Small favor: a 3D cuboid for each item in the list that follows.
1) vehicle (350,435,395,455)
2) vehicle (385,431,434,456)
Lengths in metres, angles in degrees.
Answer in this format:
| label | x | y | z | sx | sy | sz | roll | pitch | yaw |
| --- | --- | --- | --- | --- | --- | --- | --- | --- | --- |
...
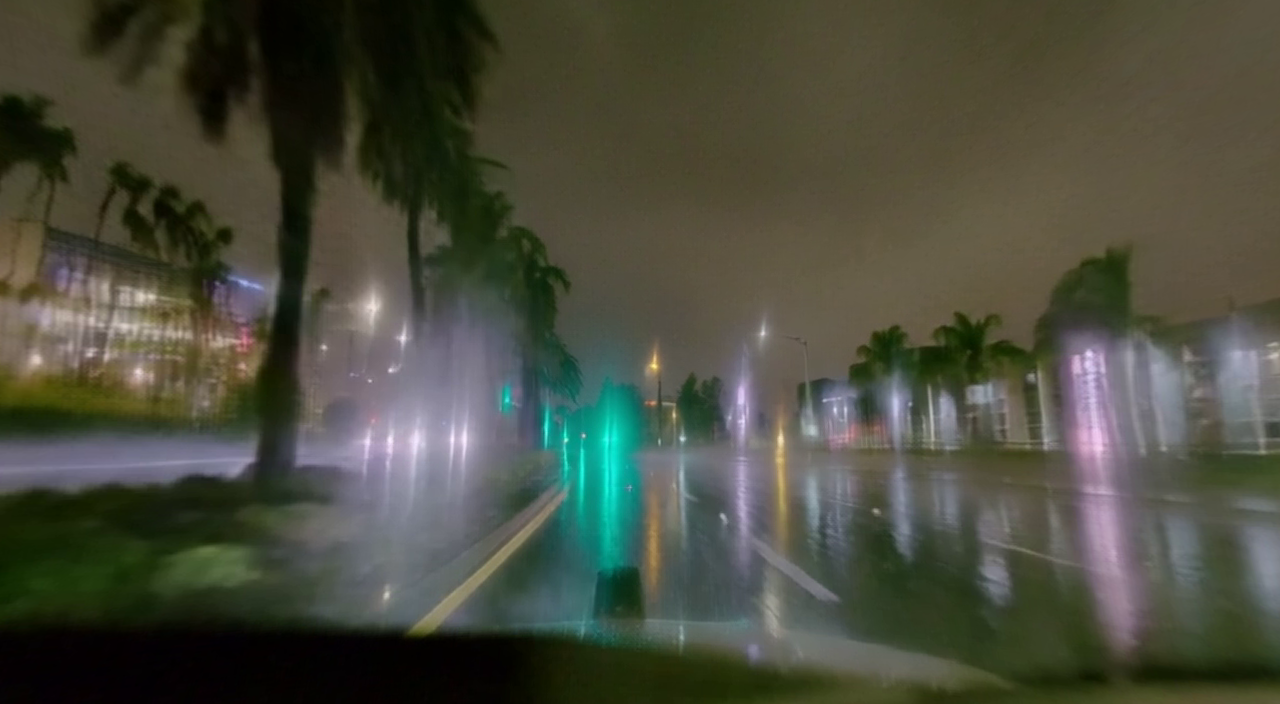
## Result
| label | x | y | z | sx | sy | sz | roll | pitch | yaw |
| --- | --- | --- | --- | --- | --- | --- | --- | --- | --- |
| vehicle | -20.517 | 7.183 | 48.616 | 1.918 | 1.465 | 4.508 | 1 | -9 | -6 |
| vehicle | -15.672 | 6.274 | 43.188 | 2.012 | 1.633 | 4.505 | 1 | -9 | -5 |
